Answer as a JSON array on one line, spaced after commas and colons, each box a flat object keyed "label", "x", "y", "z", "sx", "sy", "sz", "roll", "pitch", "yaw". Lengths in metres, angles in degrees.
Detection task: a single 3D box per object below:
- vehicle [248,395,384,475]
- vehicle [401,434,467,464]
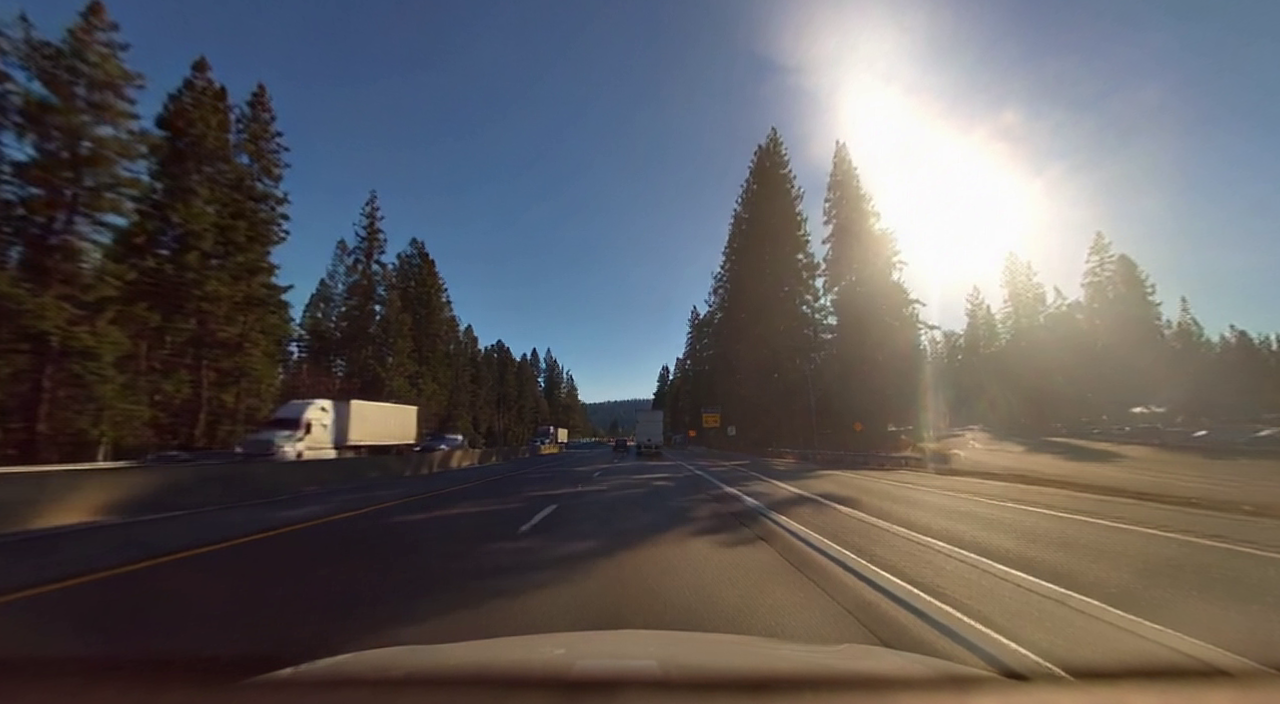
[{"label": "vehicle", "x": -17.592, "y": 4.662, "z": 35.144, "sx": 2.932, "sy": 3.872, "sz": 8.603, "roll": 0, "pitch": -8, "yaw": 0}, {"label": "vehicle", "x": -13.013, "y": 6.176, "z": 40.307, "sx": 2.292, "sy": 1.721, "sz": 5.657, "roll": 0, "pitch": -8, "yaw": 0}]
